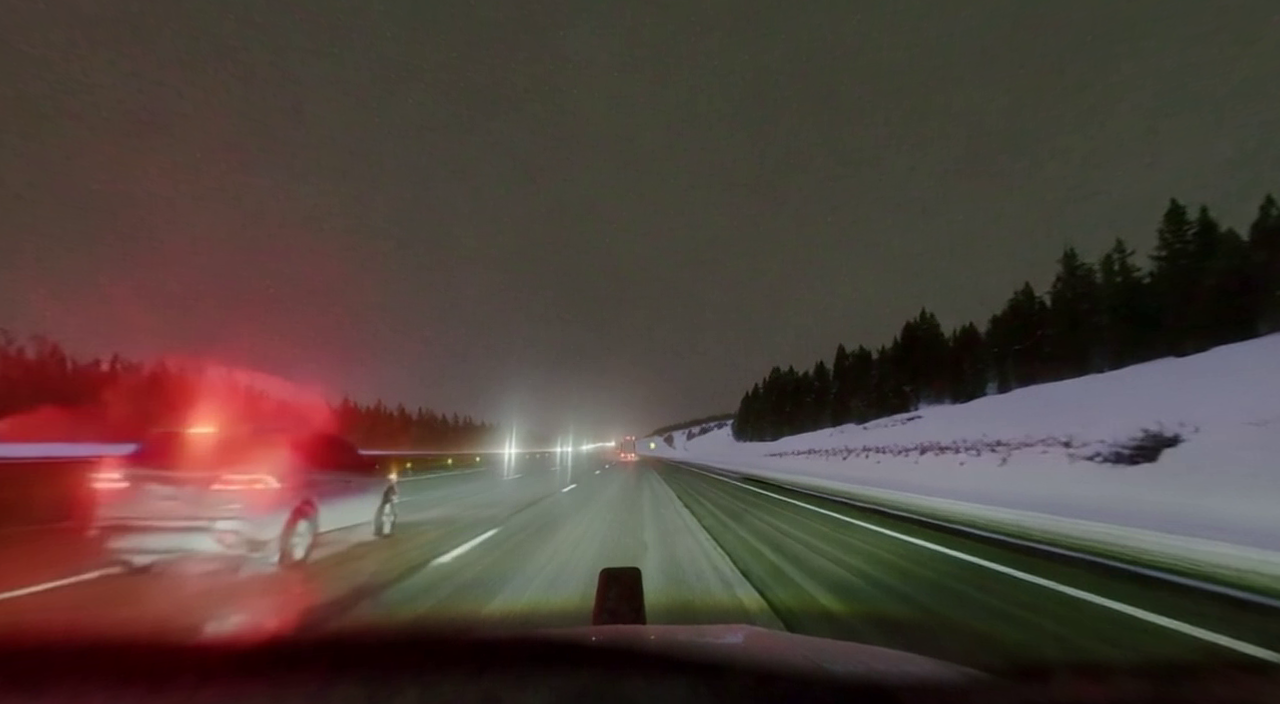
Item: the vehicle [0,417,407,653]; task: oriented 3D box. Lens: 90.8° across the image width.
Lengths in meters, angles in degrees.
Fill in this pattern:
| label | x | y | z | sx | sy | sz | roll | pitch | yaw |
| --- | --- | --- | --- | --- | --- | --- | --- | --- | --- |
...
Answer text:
| label | x | y | z | sx | sy | sz | roll | pitch | yaw |
| --- | --- | --- | --- | --- | --- | --- | --- | --- | --- |
| vehicle | -4.532 | 1.616 | 6.834 | 2.108 | 1.573 | 5.000 | 0 | -8 | 0 |
